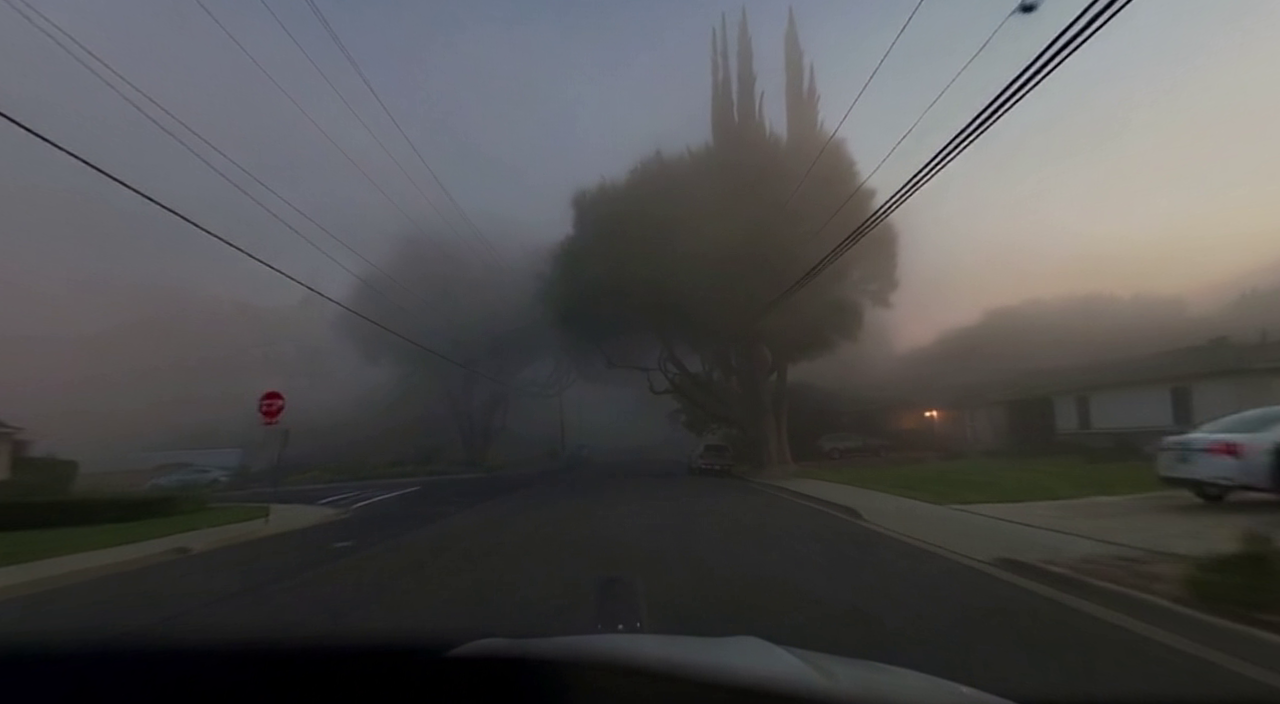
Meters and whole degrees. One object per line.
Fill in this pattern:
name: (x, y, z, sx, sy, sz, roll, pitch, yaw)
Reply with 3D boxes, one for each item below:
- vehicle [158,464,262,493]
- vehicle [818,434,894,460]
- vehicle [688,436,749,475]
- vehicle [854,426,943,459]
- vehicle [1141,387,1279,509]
vehicle: (-24.041, 7.081, 35.405, 4.479, 1.475, 1.842, 0, -8, 2)
vehicle: (13.687, 6.025, 40.191, 4.116, 1.435, 1.920, -2, -8, 1)
vehicle: (3.613, 4.871, 29.989, 2.134, 1.720, 4.515, 0, -8, -3)
vehicle: (15.164, 5.320, 37.228, 4.283, 1.660, 2.035, -3, -6, 0)
vehicle: (11.223, 1.534, 10.173, 4.528, 1.752, 1.982, 0, -8, 1)
